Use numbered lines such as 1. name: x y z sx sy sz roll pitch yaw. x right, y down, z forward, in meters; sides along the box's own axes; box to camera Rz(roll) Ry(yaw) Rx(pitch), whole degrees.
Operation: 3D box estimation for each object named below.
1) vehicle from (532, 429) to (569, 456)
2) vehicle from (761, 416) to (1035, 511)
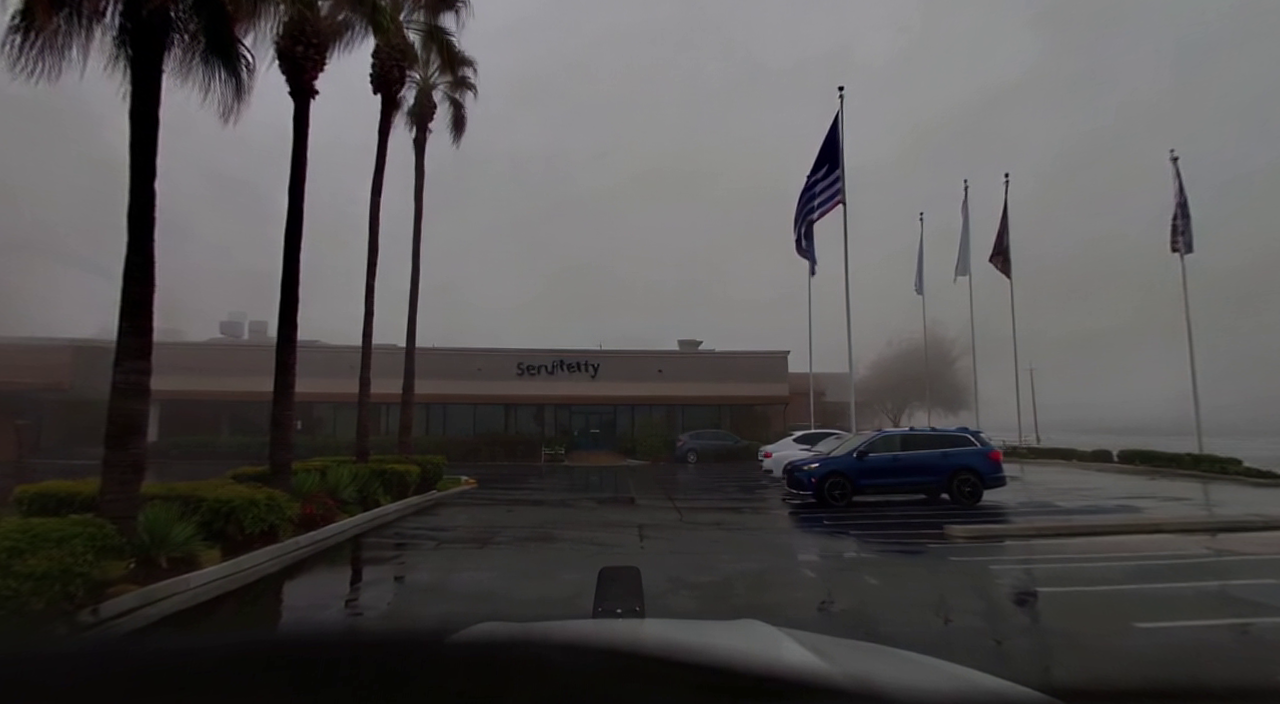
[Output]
1. vehicle: -6.498 6.685 46.217 1.943 1.890 4.472 0 -9 2
2. vehicle: 4.893 2.181 12.503 4.567 1.723 1.926 0 -8 0
